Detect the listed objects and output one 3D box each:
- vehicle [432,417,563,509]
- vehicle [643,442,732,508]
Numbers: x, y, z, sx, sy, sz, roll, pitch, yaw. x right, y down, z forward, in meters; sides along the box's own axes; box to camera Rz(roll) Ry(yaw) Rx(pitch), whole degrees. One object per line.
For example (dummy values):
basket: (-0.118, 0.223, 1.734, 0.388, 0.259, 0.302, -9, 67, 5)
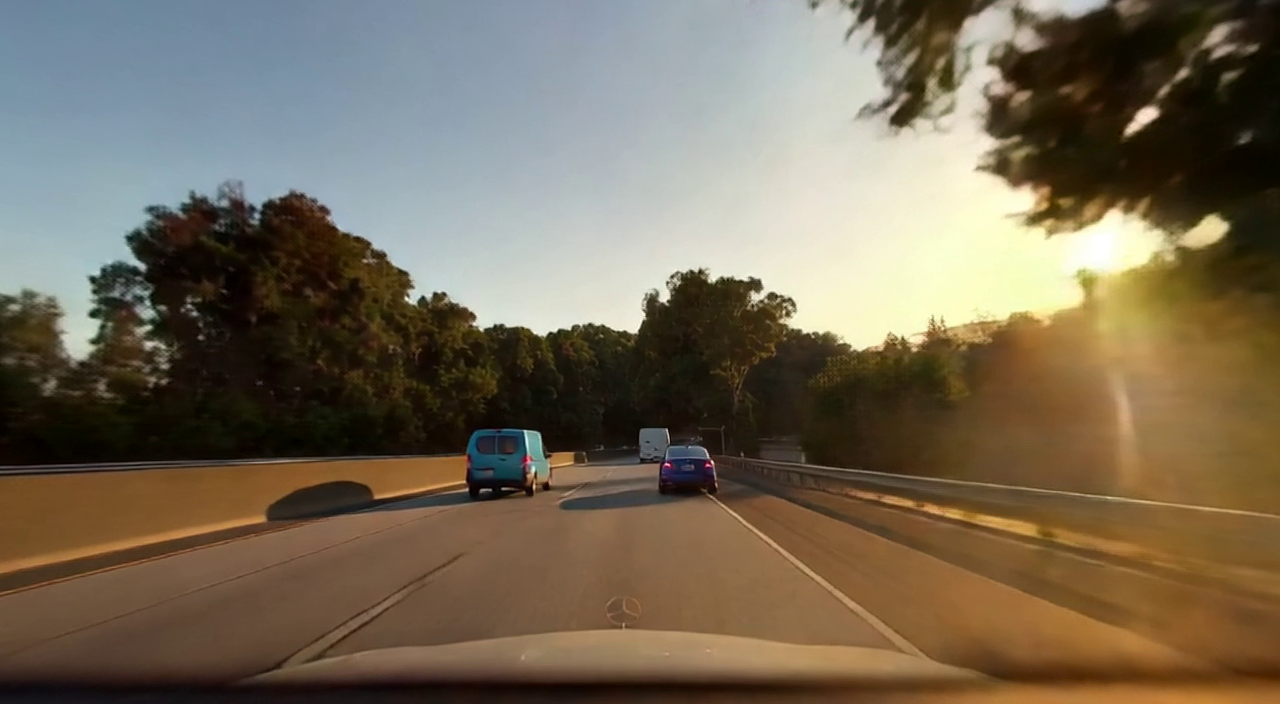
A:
vehicle: (-3.497, 2.866, 16.632, 2.217, 2.033, 4.975, 0, -9, 1)
vehicle: (1.081, 3.093, 16.211, 2.012, 1.485, 3.649, 0, -9, 0)
